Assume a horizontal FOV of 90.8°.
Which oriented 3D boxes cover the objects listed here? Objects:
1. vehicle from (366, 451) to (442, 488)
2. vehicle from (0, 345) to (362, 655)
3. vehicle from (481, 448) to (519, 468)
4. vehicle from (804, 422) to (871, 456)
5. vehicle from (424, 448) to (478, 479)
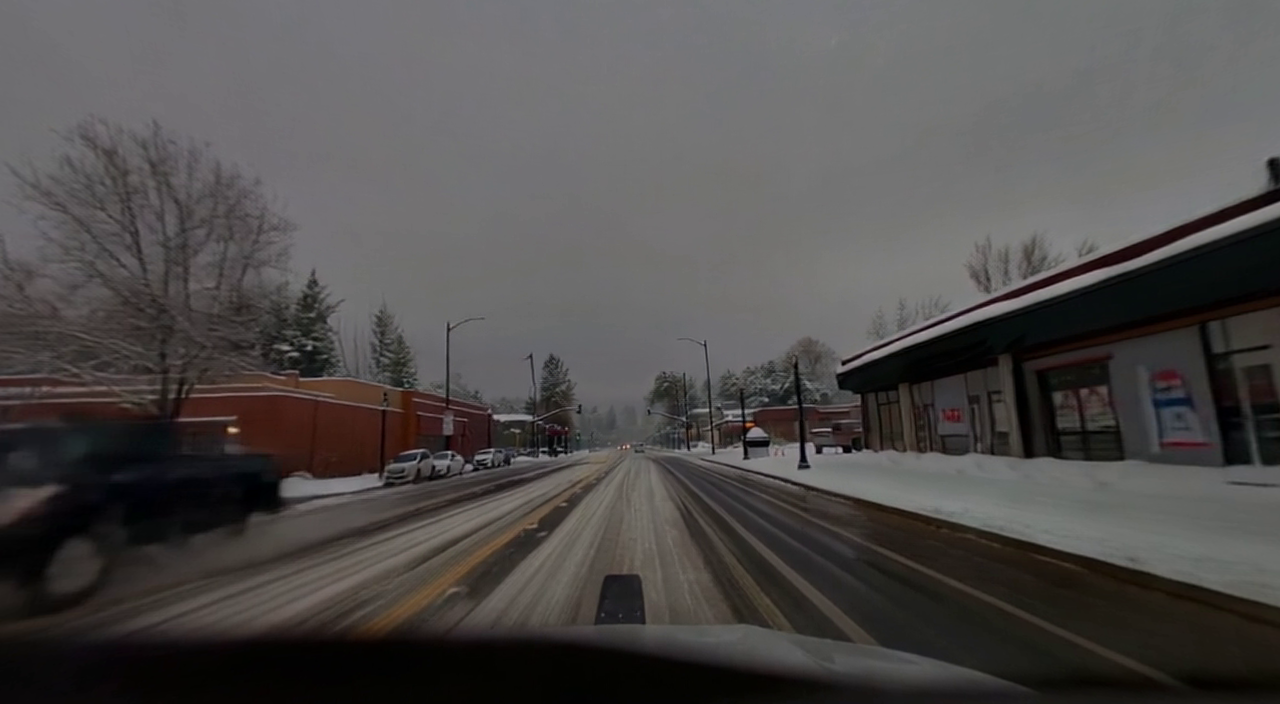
[{"bbox_3d":[-10.749,5.365,29.158,1.784,1.502,4.344,0,-8,0],"label":"vehicle"},{"bbox_3d":[-5.417,1.351,6.695,2.267,2.070,5.719,0,-8,1],"label":"vehicle"},{"bbox_3d":[-10.820,8.224,49.145,1.828,1.470,4.523,0,-8,0],"label":"vehicle"},{"bbox_3d":[12.501,5.614,40.459,2.532,1.997,5.001,0,-9,-2],"label":"vehicle"},{"bbox_3d":[-10.754,6.349,36.280,1.837,1.586,4.155,0,-8,0],"label":"vehicle"}]
